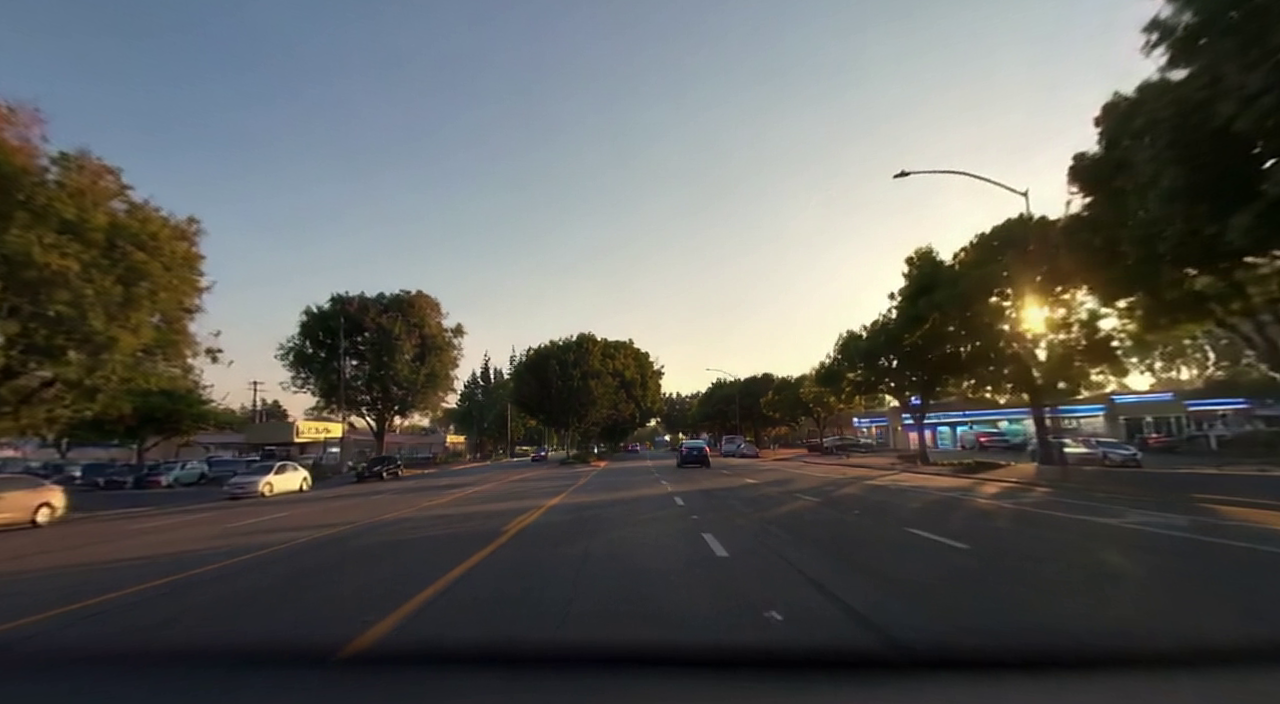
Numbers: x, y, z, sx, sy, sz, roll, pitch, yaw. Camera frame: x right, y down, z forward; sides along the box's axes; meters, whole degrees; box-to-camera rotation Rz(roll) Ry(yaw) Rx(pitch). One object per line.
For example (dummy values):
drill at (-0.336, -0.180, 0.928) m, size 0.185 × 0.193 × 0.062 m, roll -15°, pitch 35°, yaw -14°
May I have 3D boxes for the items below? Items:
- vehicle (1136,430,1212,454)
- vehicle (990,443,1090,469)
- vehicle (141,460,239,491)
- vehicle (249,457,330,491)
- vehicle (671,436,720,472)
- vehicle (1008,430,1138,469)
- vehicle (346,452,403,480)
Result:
vehicle at (41.098, 6.972, 48.676) m, size 1.803 × 1.703 × 4.043 m, roll 7°, pitch -11°, yaw -37°
vehicle at (23.180, 6.023, 36.781) m, size 1.777 × 1.432 × 4.487 m, roll 7°, pitch -11°, yaw -37°
vehicle at (-24.061, 6.611, 34.021) m, size 1.831 × 1.452 × 4.727 m, roll 0°, pitch -9°, yaw -1°
vehicle at (-17.987, 6.257, 32.668) m, size 1.858 × 1.600 × 4.118 m, roll 0°, pitch -9°, yaw -1°
vehicle at (2.672, 5.082, 31.556) m, size 1.957 × 1.643 × 4.226 m, roll 0°, pitch -9°, yaw -2°
vehicle at (25.854, 5.852, 37.988) m, size 2.185 × 2.098 × 5.912 m, roll 6°, pitch -11°, yaw -35°
vehicle at (-18.152, 7.799, 43.480) m, size 2.045 × 1.727 × 4.503 m, roll 0°, pitch -9°, yaw -1°
